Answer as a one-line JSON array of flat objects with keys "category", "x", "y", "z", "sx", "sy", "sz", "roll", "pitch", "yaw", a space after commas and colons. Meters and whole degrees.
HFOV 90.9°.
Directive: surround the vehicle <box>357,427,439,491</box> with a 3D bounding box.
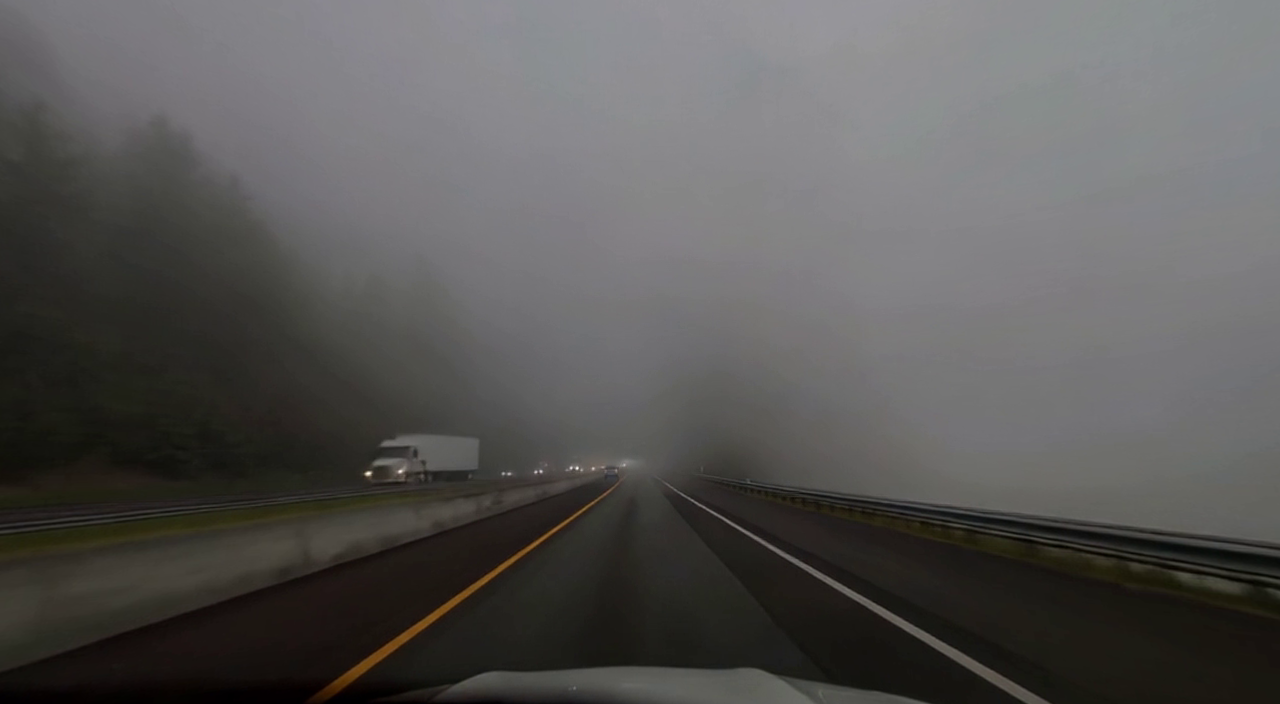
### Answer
[{"category": "vehicle", "x": -16.219, "y": 7.311, "z": 42.781, "sx": 2.919, "sy": 3.961, "sz": 5.998, "roll": 0, "pitch": -10, "yaw": 2}]
